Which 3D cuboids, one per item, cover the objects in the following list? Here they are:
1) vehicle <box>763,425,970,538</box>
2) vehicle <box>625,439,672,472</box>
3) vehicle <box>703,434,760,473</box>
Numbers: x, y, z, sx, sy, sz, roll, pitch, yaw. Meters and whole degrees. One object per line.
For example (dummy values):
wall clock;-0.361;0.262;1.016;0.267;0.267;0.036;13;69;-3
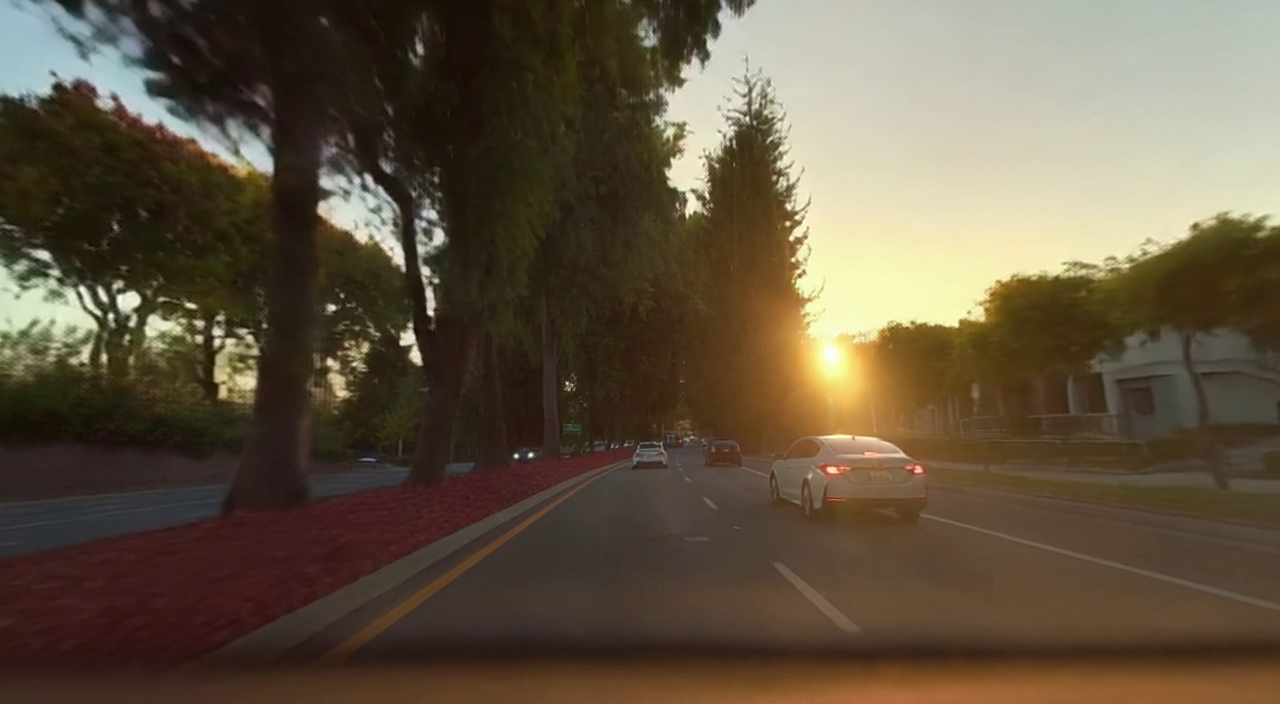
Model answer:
vehicle;3.499;2.083;10.749;1.985;1.529;4.147;0;-9;0
vehicle;0.470;4.906;30.184;2.082;1.473;4.028;0;-8;3
vehicle;4.195;4.745;29.636;2.074;1.652;4.340;0;-9;1
